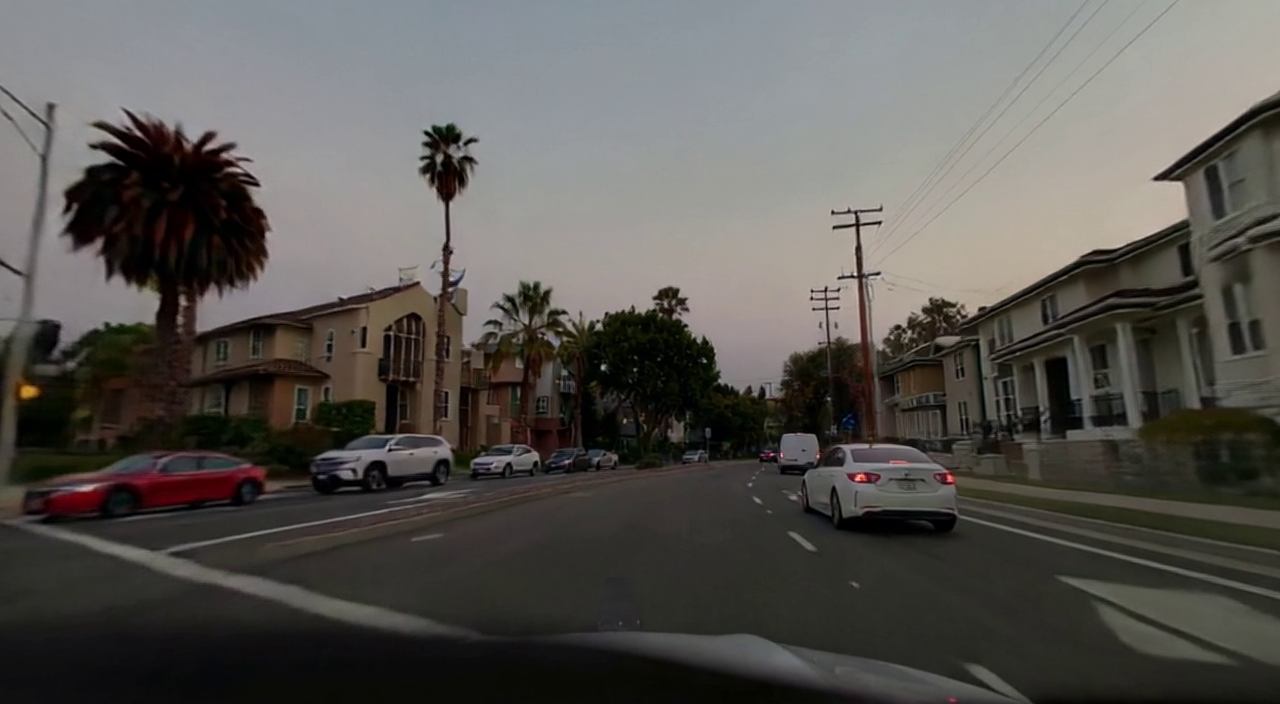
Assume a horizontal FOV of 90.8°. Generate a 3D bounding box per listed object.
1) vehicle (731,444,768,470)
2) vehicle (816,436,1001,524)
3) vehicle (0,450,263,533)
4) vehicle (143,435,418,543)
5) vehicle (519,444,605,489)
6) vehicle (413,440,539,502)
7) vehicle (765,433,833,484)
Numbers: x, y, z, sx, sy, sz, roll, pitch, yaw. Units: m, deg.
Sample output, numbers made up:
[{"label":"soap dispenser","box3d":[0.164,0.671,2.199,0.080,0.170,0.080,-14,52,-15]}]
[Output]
[{"label":"vehicle","box3d":[7.154,6.816,40.997,1.923,1.576,4.026,-3,-9,16]},{"label":"vehicle","box3d":[5.453,2.643,13.654,2.096,1.552,4.519,0,-9,2]},{"label":"vehicle","box3d":[-9.923,2.661,12.664,1.891,1.358,3.828,-2,-9,12]},{"label":"vehicle","box3d":[-6.368,2.397,12.028,1.959,1.515,4.668,-2,-7,10]},{"label":"vehicle","box3d":[-3.178,4.780,26.745,2.081,1.453,4.698,-4,-7,12]},{"label":"vehicle","box3d":[-4.655,3.411,18.625,1.852,1.498,4.238,-5,-9,12]},{"label":"vehicle","box3d":[6.727,4.563,27.224,2.109,2.002,4.424,-1,-9,5]}]
